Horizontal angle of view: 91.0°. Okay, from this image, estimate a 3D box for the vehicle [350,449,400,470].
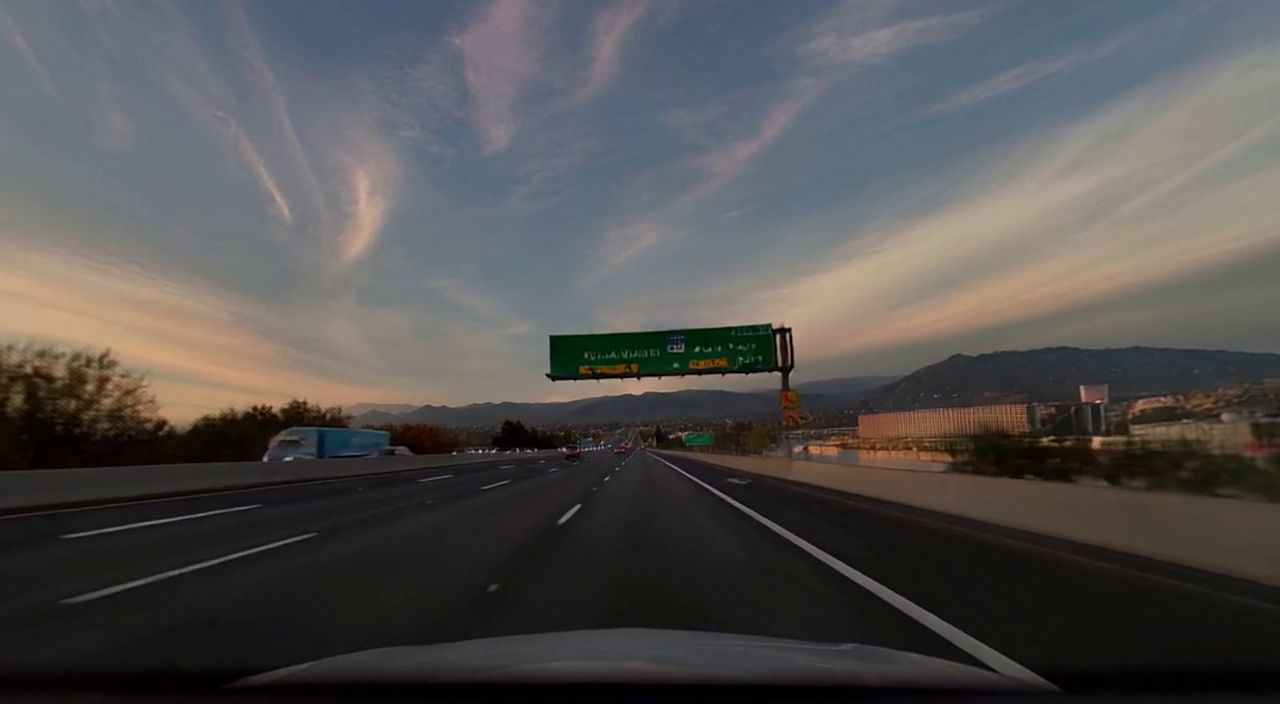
[{"bbox_3d":[-20.588,8.356,49.040,1.992,1.481,4.283,0,-9,1],"label":"vehicle"}]
